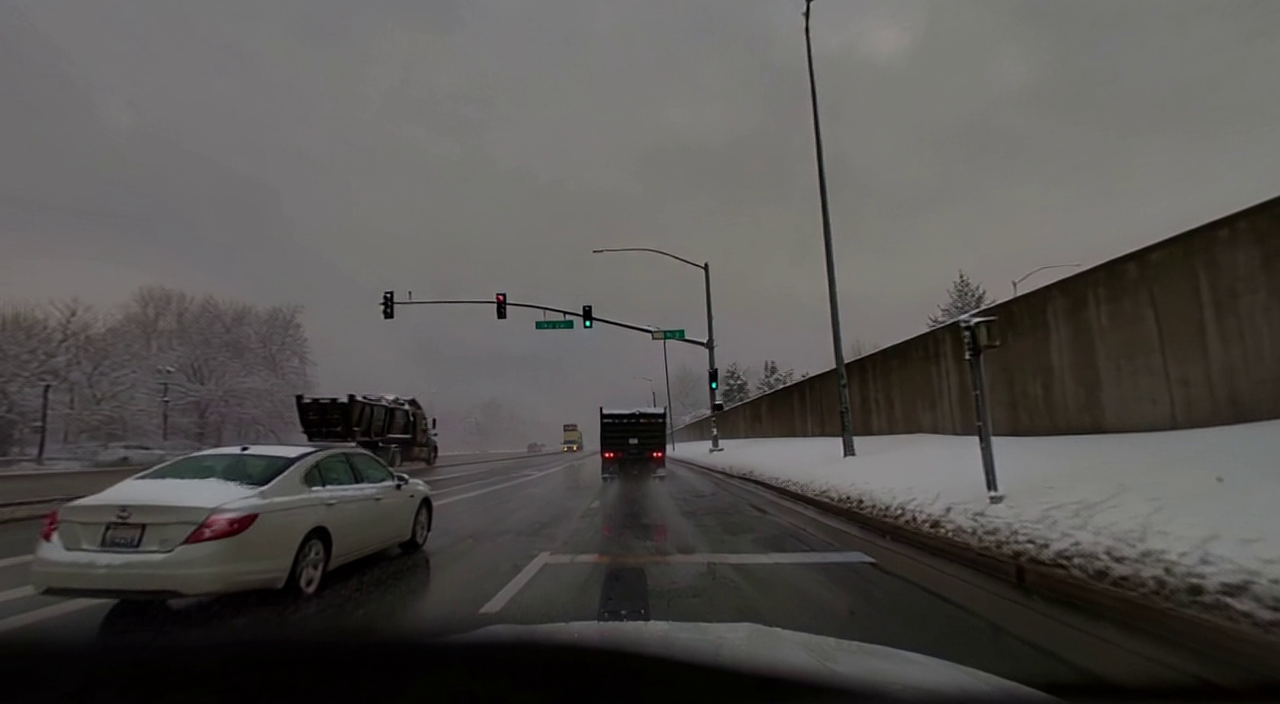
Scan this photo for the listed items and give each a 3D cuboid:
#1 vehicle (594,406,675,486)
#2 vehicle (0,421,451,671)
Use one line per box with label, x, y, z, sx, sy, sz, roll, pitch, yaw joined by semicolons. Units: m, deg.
vehicle;-0.219;3.123;21.051;2.355;2.305;5.336;0;-8;-1
vehicle;-3.731;1.525;6.342;2.019;1.480;4.966;0;-8;1
